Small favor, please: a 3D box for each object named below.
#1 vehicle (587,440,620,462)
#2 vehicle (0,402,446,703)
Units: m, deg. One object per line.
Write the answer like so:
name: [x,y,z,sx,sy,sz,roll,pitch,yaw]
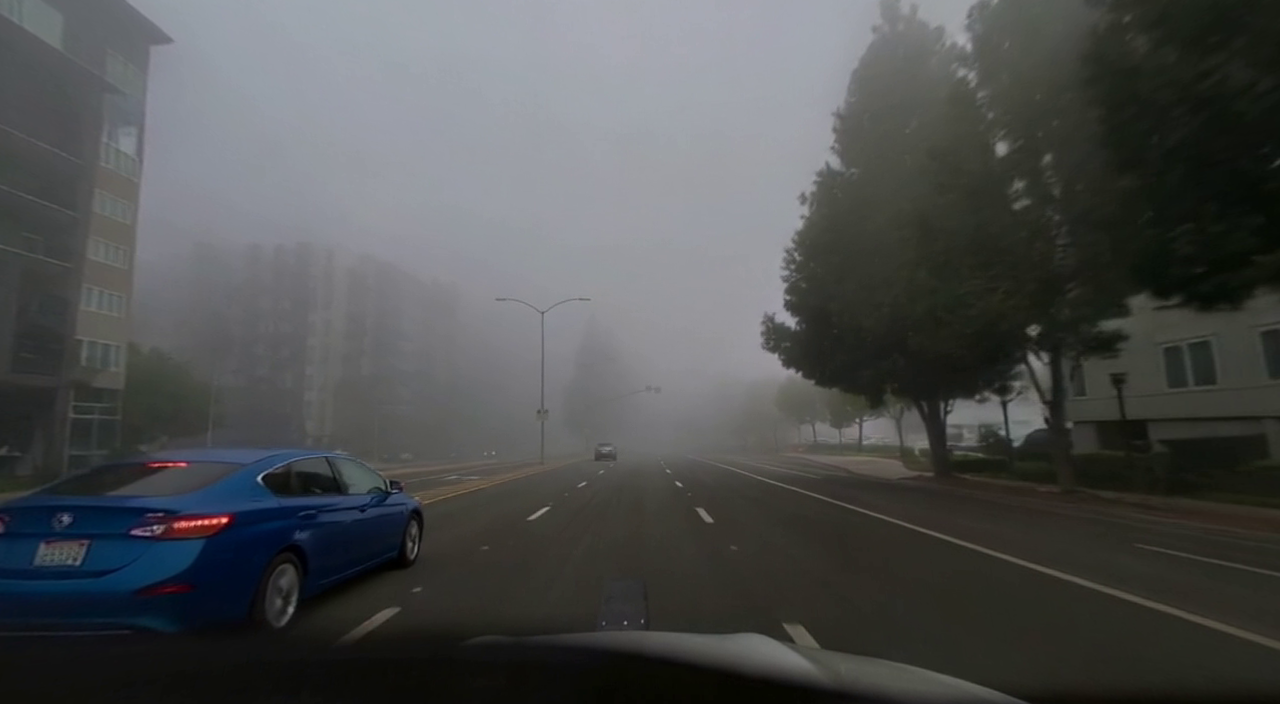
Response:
vehicle: [-2.837,7.759,49.468,2.197,1.486,4.654,-4,-8,0]
vehicle: [-3.387,1.387,5.267,2.009,1.489,4.543,-5,-8,0]
